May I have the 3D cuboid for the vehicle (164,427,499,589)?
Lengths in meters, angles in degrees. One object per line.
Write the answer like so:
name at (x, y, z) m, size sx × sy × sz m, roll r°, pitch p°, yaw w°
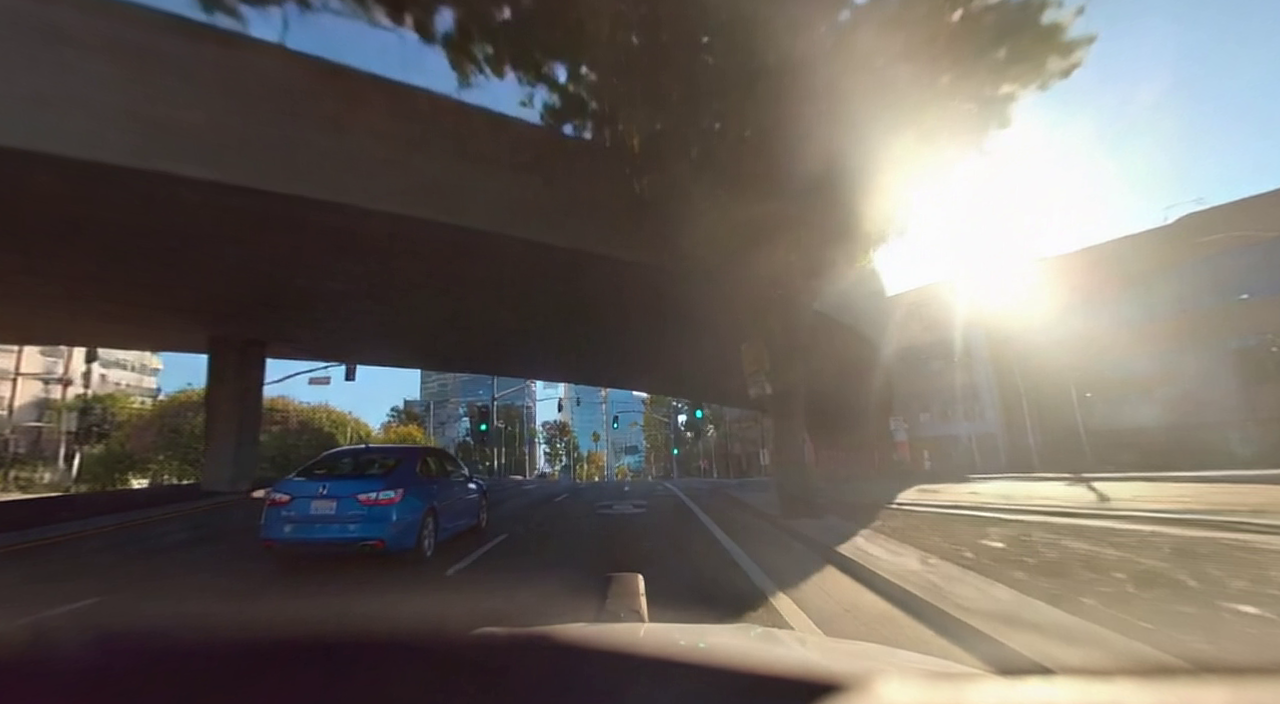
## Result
vehicle at (-3.318, 1.754, 7.996) m, size 2.041 × 1.470 × 4.290 m, roll 0°, pitch -8°, yaw 0°

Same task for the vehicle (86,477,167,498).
vehicle at (-39.047, 10.367, 48.110) m, size 4.315 × 1.421 × 2.020 m, roll 0°, pitch -15°, yaw 0°
